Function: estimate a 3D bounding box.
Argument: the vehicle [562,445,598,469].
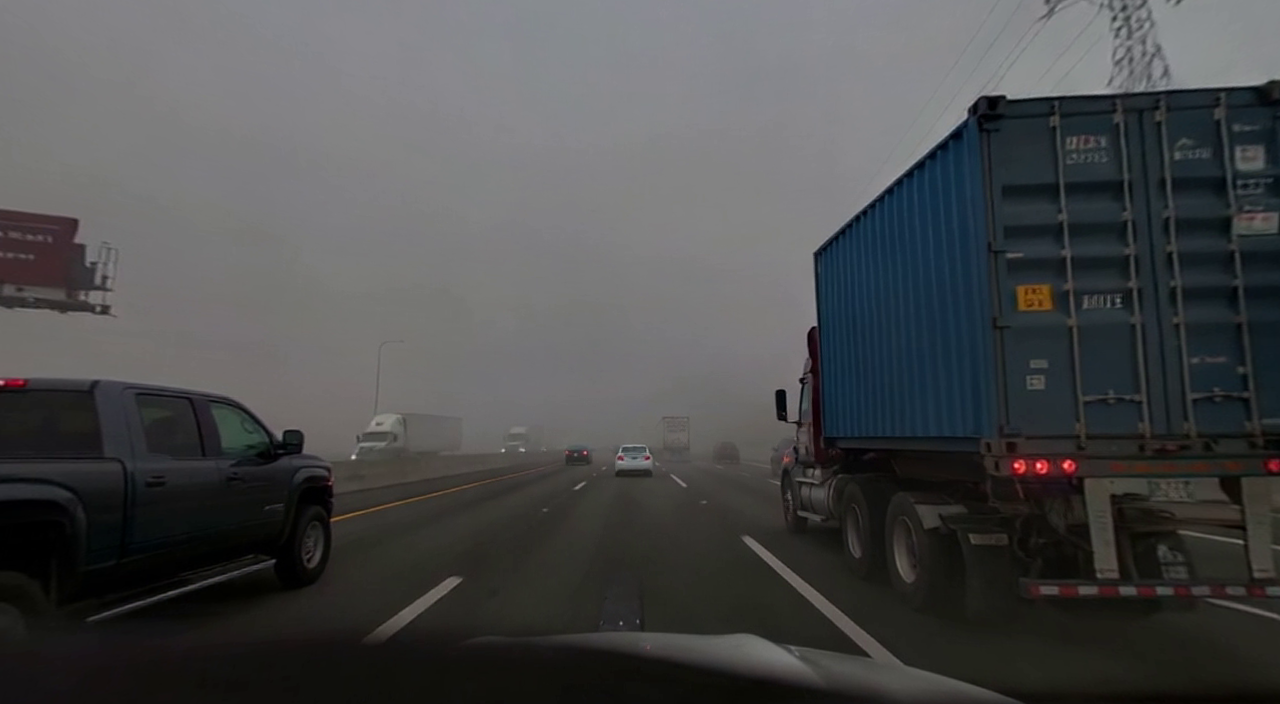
[{"bbox_3d":[-3.995,7.035,42.631,2.025,1.498,4.675,0,-9,0],"label":"vehicle"}]

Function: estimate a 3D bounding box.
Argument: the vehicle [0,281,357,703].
[{"bbox_3d":[-4.031,0.773,3.206,2.323,2.046,6.006,0,-9,1],"label":"vehicle"}]

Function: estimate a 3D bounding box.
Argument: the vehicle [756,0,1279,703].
[{"bbox_3d":[3.428,0.295,5.957,3.013,3.940,7.933,0,-9,-1],"label":"vehicle"}]

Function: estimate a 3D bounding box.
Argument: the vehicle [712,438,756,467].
[{"bbox_3d":[6.882,7.445,46.906,2.302,1.973,5.502,0,-9,-2],"label":"vehicle"}]

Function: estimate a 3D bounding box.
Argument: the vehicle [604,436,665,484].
[{"bbox_3d":[-0.208,4.207,24.769,2.191,1.685,4.015,0,-9,-1],"label":"vehicle"}]

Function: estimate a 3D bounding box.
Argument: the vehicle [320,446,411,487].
[{"bbox_3d":[-10.571,4.438,24.689,1.850,1.453,3.853,0,-9,-1],"label":"vehicle"}]
